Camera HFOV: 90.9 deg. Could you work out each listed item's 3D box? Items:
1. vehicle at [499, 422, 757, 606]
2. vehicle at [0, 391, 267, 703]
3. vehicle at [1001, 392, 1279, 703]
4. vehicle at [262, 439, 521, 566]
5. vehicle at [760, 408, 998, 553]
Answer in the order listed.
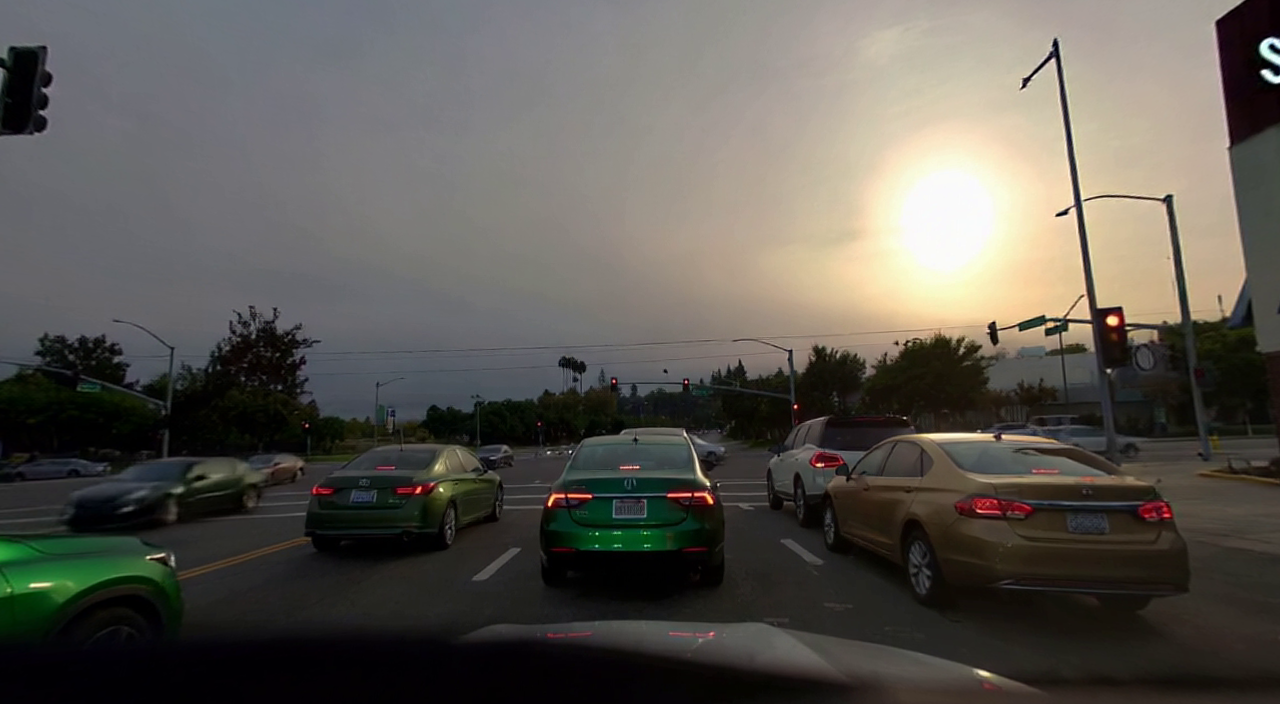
[{"bbox_3d":[-0.133,1.647,7.357,2.140,1.499,4.119,0,-8,-1],"label":"vehicle"},{"bbox_3d":[-3.480,0.848,1.835,2.016,1.547,4.414,0,-8,1],"label":"vehicle"},{"bbox_3d":[3.943,0.972,3.102,1.800,1.519,4.198,0,-8,0],"label":"vehicle"},{"bbox_3d":[-3.303,2.071,9.536,1.995,1.436,4.373,-1,-8,2],"label":"vehicle"},{"bbox_3d":[3.303,1.868,9.809,1.992,1.744,4.183,0,-8,-1],"label":"vehicle"}]
